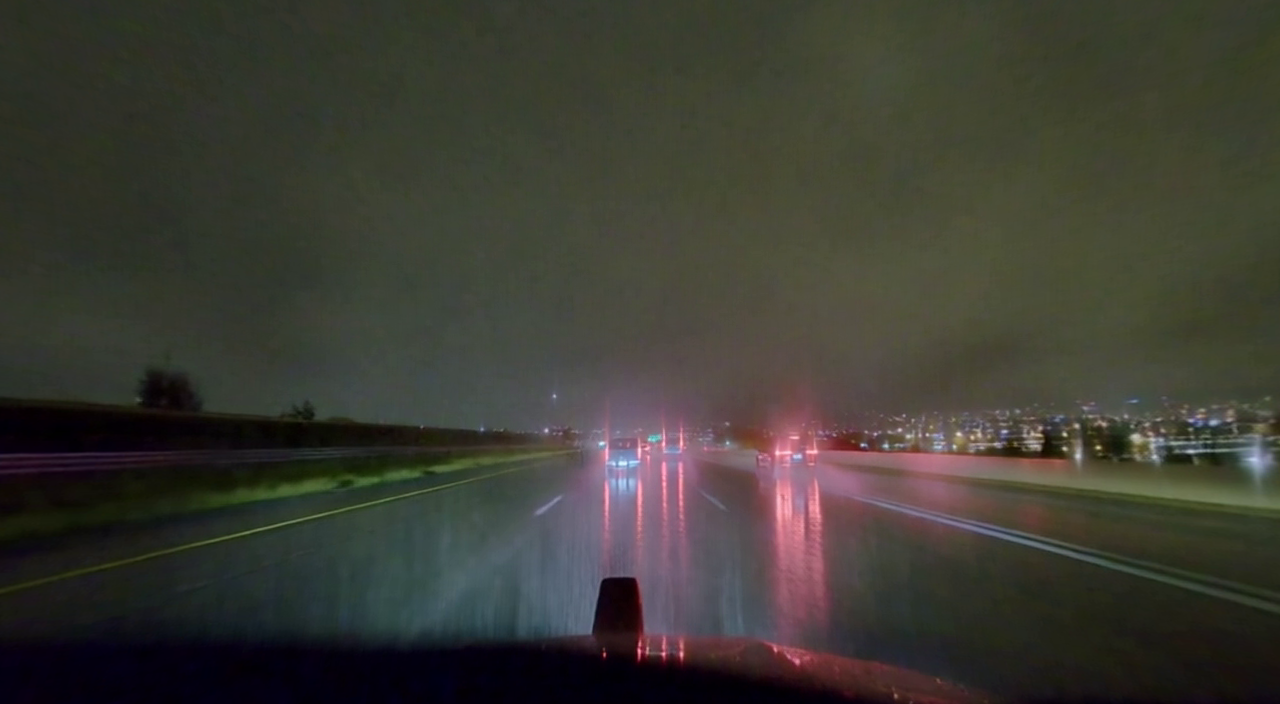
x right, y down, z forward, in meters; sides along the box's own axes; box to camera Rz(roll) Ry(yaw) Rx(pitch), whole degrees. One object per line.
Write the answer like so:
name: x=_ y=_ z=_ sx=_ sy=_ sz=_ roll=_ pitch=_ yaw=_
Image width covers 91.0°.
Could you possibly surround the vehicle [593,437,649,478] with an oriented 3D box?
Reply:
vehicle: x=-0.741 y=4.365 z=26.325 sx=2.147 sy=1.576 sz=3.964 roll=0 pitch=-8 yaw=0
